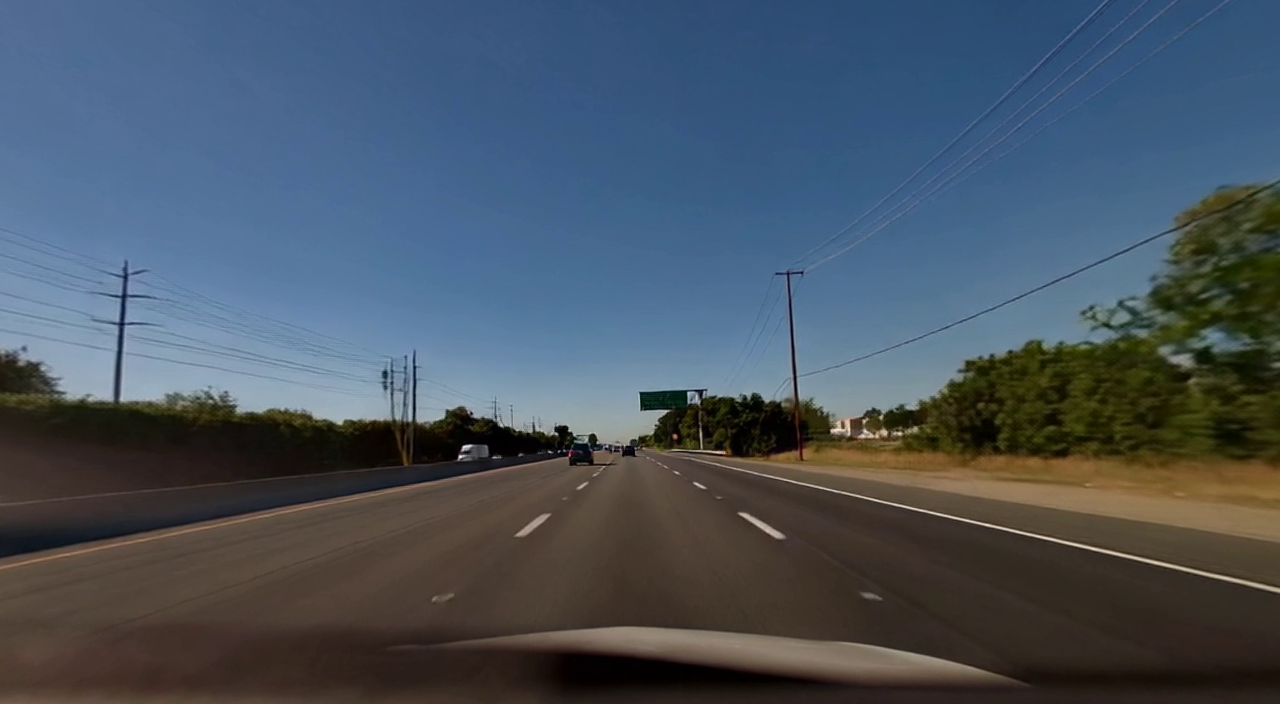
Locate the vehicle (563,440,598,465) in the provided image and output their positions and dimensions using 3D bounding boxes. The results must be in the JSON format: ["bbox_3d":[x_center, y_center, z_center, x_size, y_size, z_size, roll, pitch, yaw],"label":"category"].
[{"bbox_3d":[-4.441,7.569,47.702,2.130,1.823,4.761,0,-8,0],"label":"vehicle"}]
